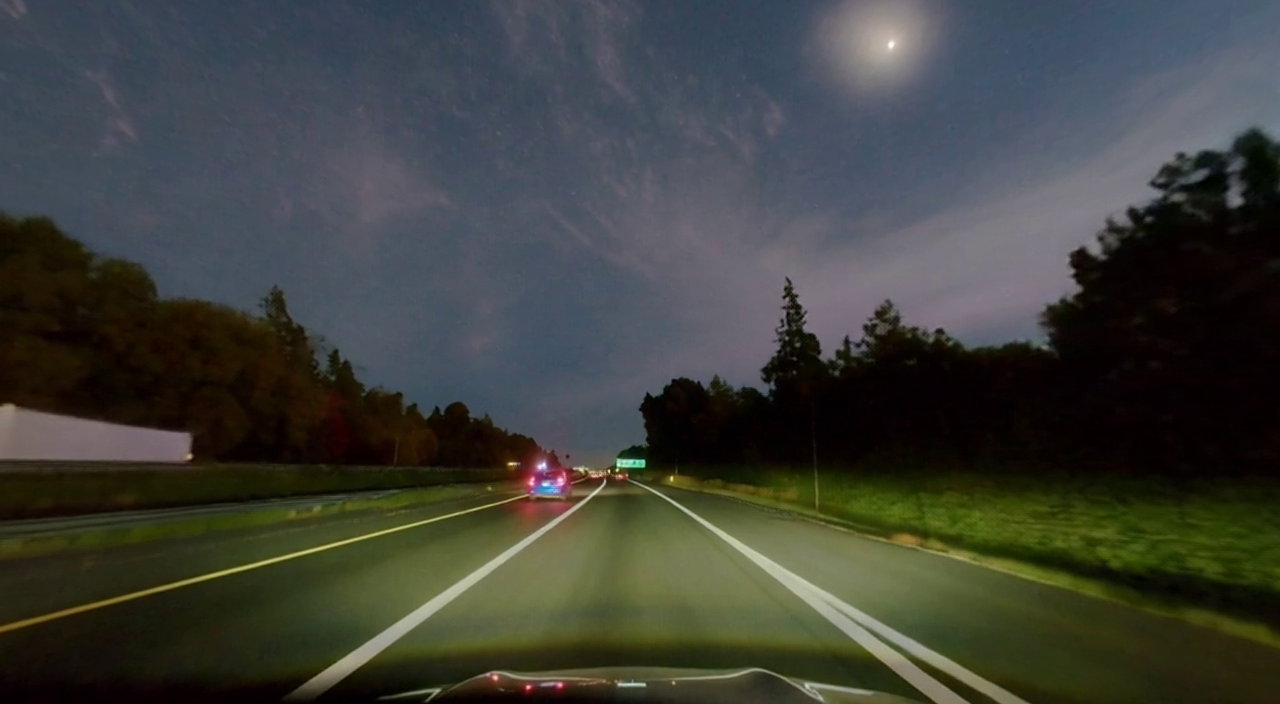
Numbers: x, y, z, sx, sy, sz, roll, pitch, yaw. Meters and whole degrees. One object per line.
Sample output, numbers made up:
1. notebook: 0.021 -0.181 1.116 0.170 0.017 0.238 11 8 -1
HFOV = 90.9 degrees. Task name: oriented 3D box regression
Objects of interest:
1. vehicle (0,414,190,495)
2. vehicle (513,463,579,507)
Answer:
1. vehicle: -29.937 5.500 33.218 2.779 3.484 14.467 1 -11 -4
2. vehicle: -3.640 5.238 25.120 1.967 1.556 4.364 1 -10 0
